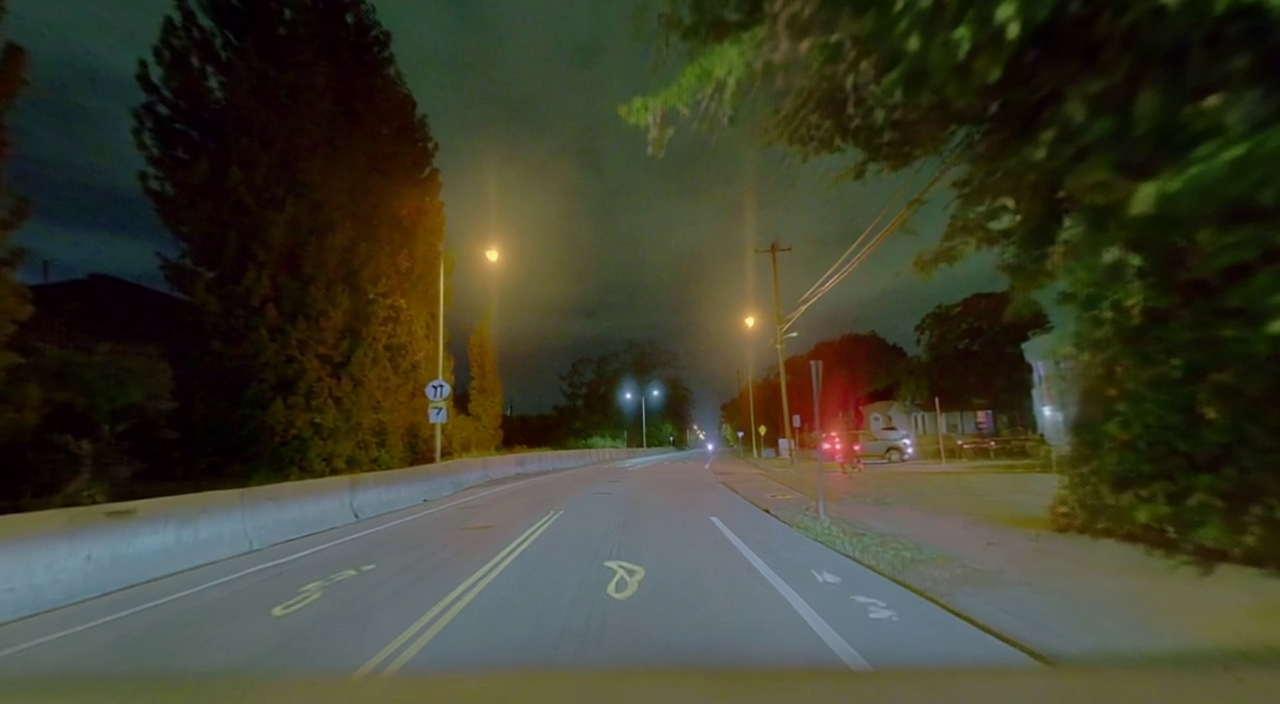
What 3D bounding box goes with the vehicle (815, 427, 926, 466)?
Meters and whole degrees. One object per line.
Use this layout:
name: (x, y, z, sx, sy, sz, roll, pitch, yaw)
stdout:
vehicle: (10.989, 4.532, 30.308, 4.614, 1.764, 1.860, -1, -9, 5)
